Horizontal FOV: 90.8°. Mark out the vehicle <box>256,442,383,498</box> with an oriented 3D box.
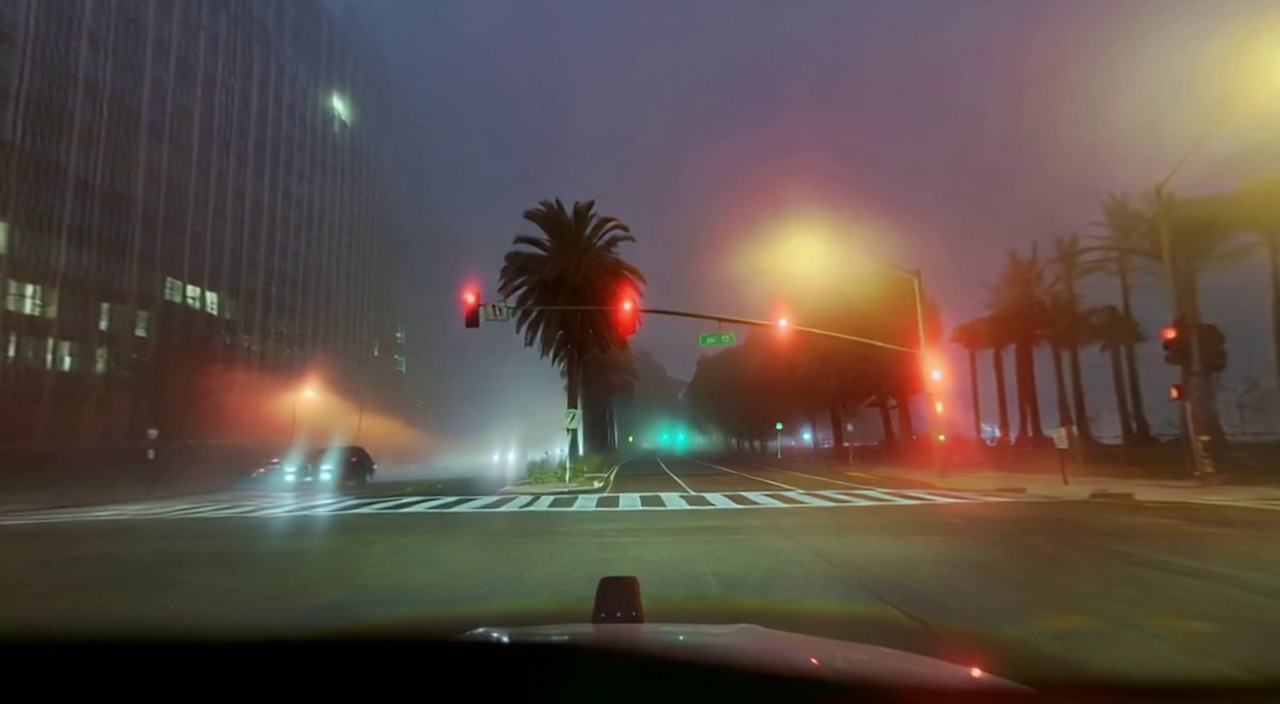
[{"bbox_3d":[-12.891,4.742,26.002,2.268,2.016,5.632,0,-9,0],"label":"vehicle"}]
